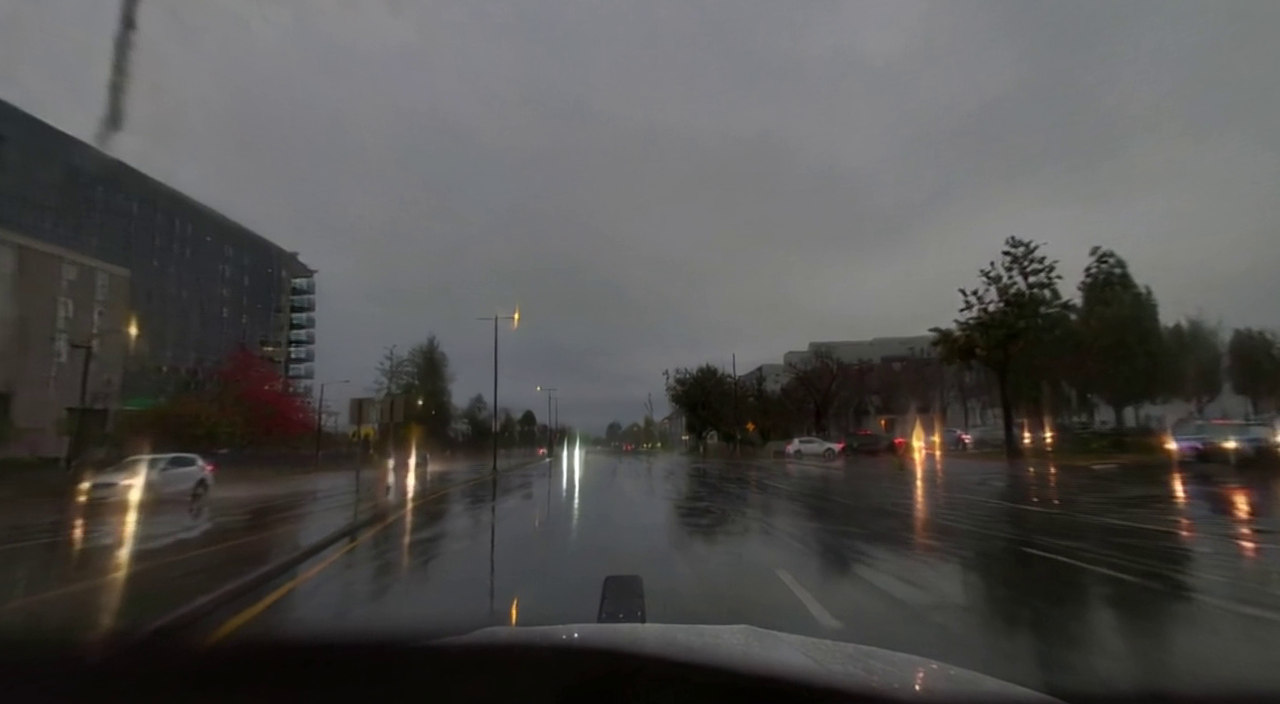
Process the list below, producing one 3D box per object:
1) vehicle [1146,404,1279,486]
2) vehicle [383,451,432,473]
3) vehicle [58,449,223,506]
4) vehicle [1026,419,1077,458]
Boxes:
[{"bbox_3d":[22.225,3.494,24.180,5.332,2.719,2.336,2,-9,-30],"label":"vehicle"},{"bbox_3d":[-17.944,8.504,49.019,2.039,1.466,4.783,-1,-9,-1],"label":"vehicle"},{"bbox_3d":[-18.479,4.618,23.780,2.284,1.801,4.822,-2,-9,0],"label":"vehicle"},{"bbox_3d":[25.205,5.355,38.800,1.246,2.287,2.709,-1,-9,2],"label":"vehicle"}]
